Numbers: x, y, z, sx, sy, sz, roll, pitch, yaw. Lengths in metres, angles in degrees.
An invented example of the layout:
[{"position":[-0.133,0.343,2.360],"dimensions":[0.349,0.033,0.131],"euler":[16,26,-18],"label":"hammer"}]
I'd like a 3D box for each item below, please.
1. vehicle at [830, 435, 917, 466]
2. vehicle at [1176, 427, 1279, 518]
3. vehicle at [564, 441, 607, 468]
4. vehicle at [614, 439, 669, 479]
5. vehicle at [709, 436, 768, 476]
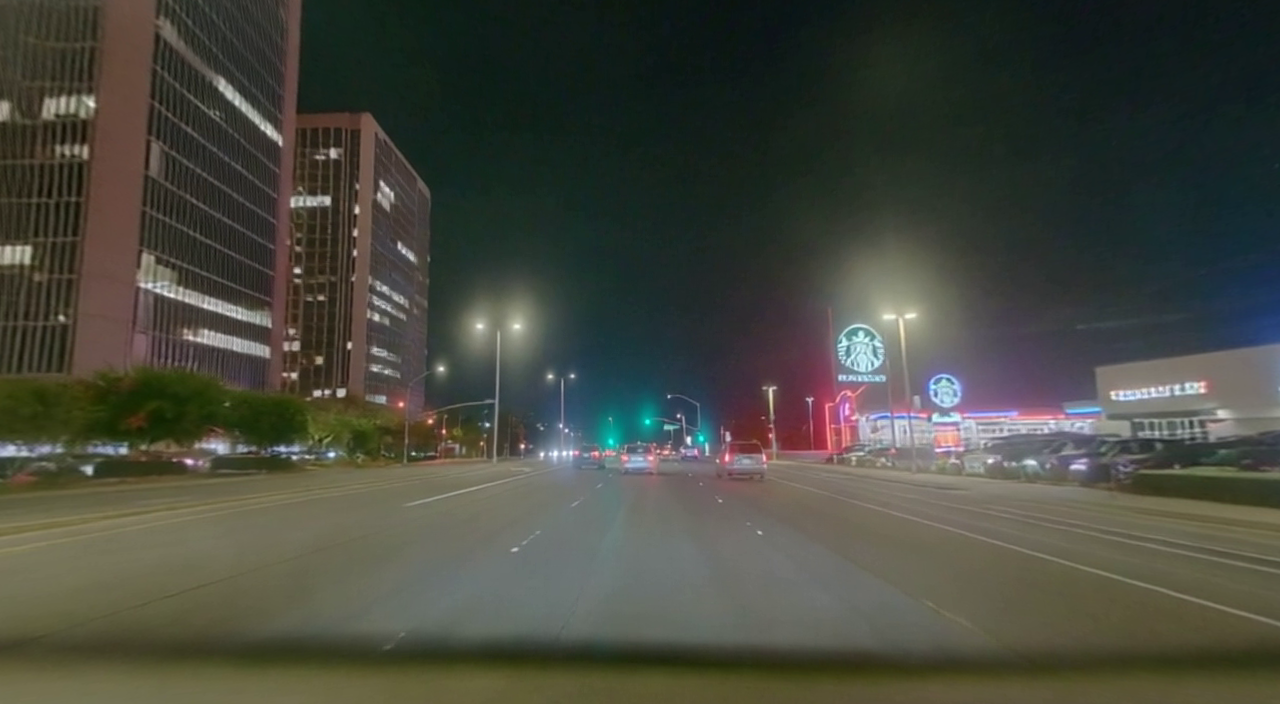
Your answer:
[{"position":[15.192,6.429,41.145],"dimensions":[4.775,1.728,1.996],"euler":[-2,-9,0],"label":"vehicle"},{"position":[13.521,2.441,13.146],"dimensions":[4.346,1.667,2.022],"euler":[5,-10,-29],"label":"vehicle"},{"position":[-3.204,6.082,37.723],"dimensions":[2.029,1.482,4.591],"euler":[0,-8,2],"label":"vehicle"},{"position":[0.063,4.316,25.741],"dimensions":[2.059,1.477,3.988],"euler":[0,-8,1],"label":"vehicle"},{"position":[4.480,4.776,29.178],"dimensions":[2.007,1.683,4.171],"euler":[0,-8,0],"label":"vehicle"}]
